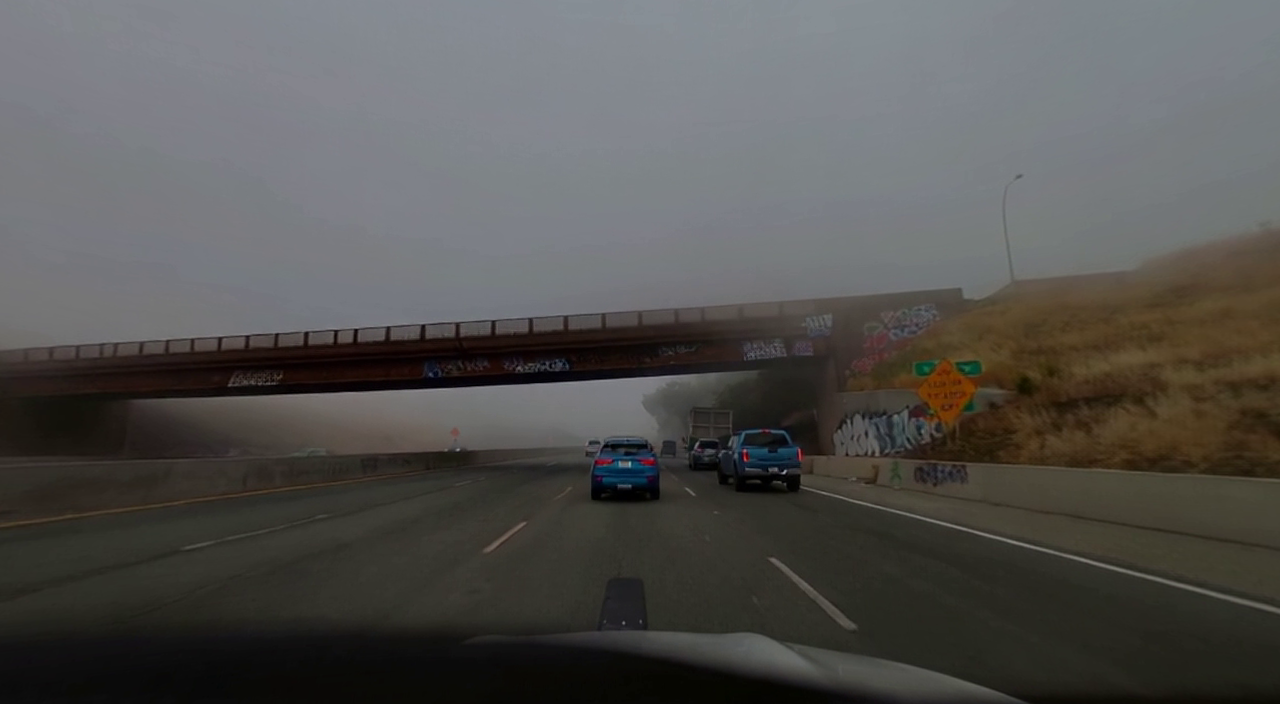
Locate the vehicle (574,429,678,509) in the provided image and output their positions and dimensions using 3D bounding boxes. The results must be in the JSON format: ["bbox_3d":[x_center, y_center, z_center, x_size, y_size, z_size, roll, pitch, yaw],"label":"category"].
[{"bbox_3d":[-0.280,2.761,15.332,2.193,1.651,3.946,0,-8,1],"label":"vehicle"}]

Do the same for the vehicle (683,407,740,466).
[{"bbox_3d":[4.438,5.503,40.552,2.873,3.408,7.323,0,-8,1],"label":"vehicle"}]

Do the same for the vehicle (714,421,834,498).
[{"bbox_3d":[3.739,3.163,18.979,2.311,1.922,5.977,0,-8,0],"label":"vehicle"}]
